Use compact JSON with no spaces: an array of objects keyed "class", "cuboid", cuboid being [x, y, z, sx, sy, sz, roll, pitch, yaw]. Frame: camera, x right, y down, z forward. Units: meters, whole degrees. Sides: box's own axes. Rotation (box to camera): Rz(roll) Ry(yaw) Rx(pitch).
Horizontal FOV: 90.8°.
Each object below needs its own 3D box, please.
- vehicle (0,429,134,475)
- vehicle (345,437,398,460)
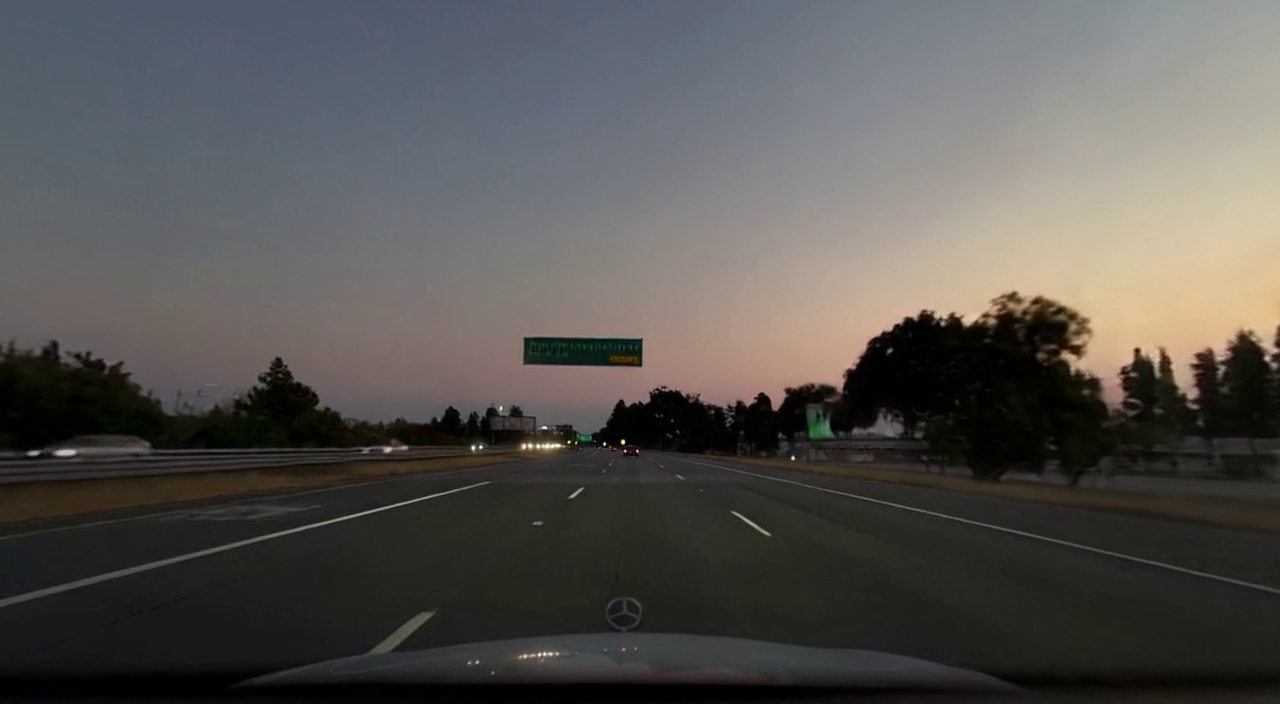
[{"class":"vehicle","cuboid":[-21.199,3.613,22.862,1.900,1.471,4.555,0,-9,0]},{"class":"vehicle","cuboid":[-17.386,6.259,40.995,1.723,1.428,3.842,0,-9,1]}]
